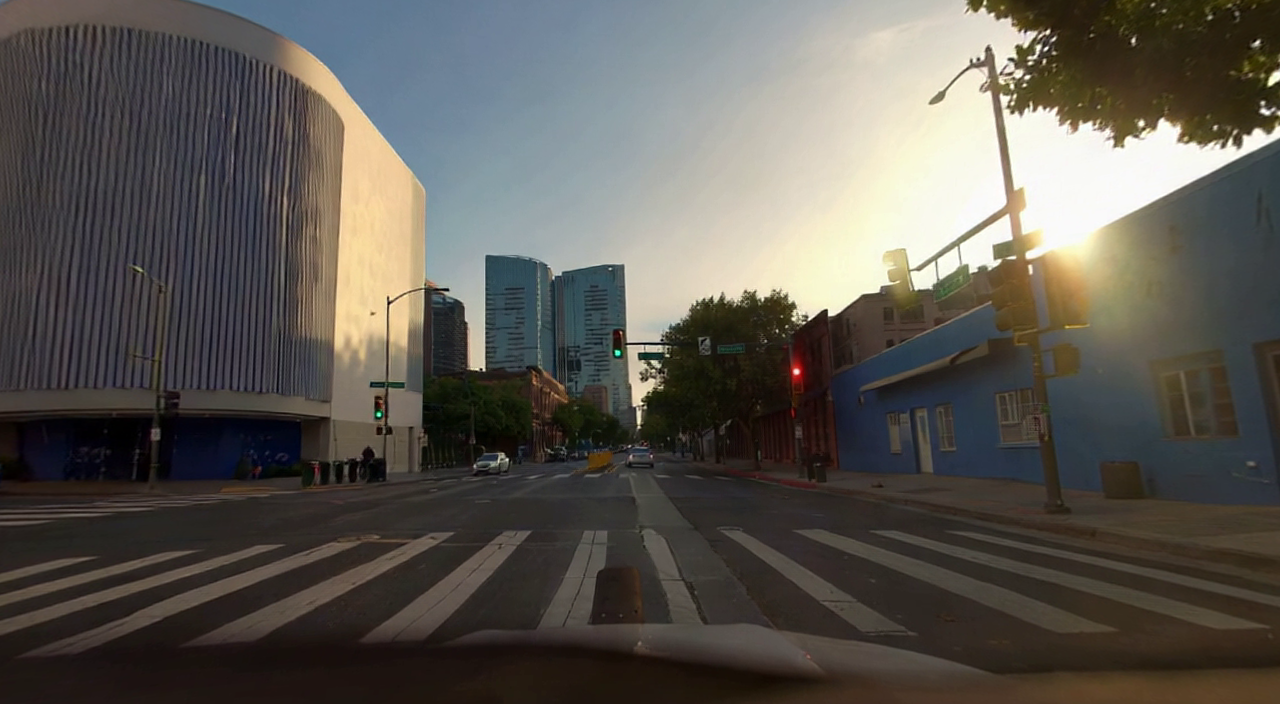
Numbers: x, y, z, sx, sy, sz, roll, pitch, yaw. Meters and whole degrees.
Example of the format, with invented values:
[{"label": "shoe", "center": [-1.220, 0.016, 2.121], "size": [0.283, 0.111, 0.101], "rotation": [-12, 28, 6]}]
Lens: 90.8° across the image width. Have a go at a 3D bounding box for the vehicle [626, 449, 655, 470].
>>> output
[{"label": "vehicle", "center": [-0.022, 8.247, 48.788], "size": [2.088, 1.452, 4.833], "rotation": [0, -8, -2]}]
